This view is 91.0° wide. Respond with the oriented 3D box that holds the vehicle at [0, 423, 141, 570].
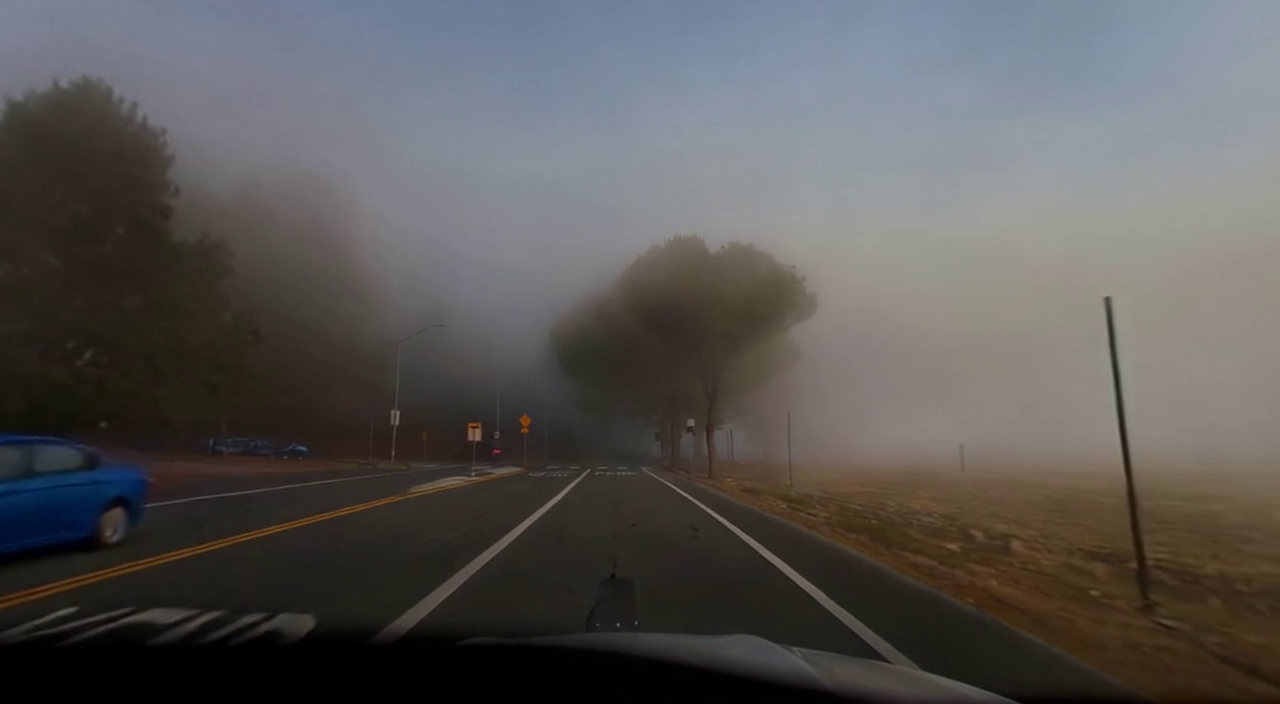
[{"bbox_3d":[-8.017,1.526,6.508,2.129,1.590,4.616,0,-9,-4],"label":"vehicle"}]
